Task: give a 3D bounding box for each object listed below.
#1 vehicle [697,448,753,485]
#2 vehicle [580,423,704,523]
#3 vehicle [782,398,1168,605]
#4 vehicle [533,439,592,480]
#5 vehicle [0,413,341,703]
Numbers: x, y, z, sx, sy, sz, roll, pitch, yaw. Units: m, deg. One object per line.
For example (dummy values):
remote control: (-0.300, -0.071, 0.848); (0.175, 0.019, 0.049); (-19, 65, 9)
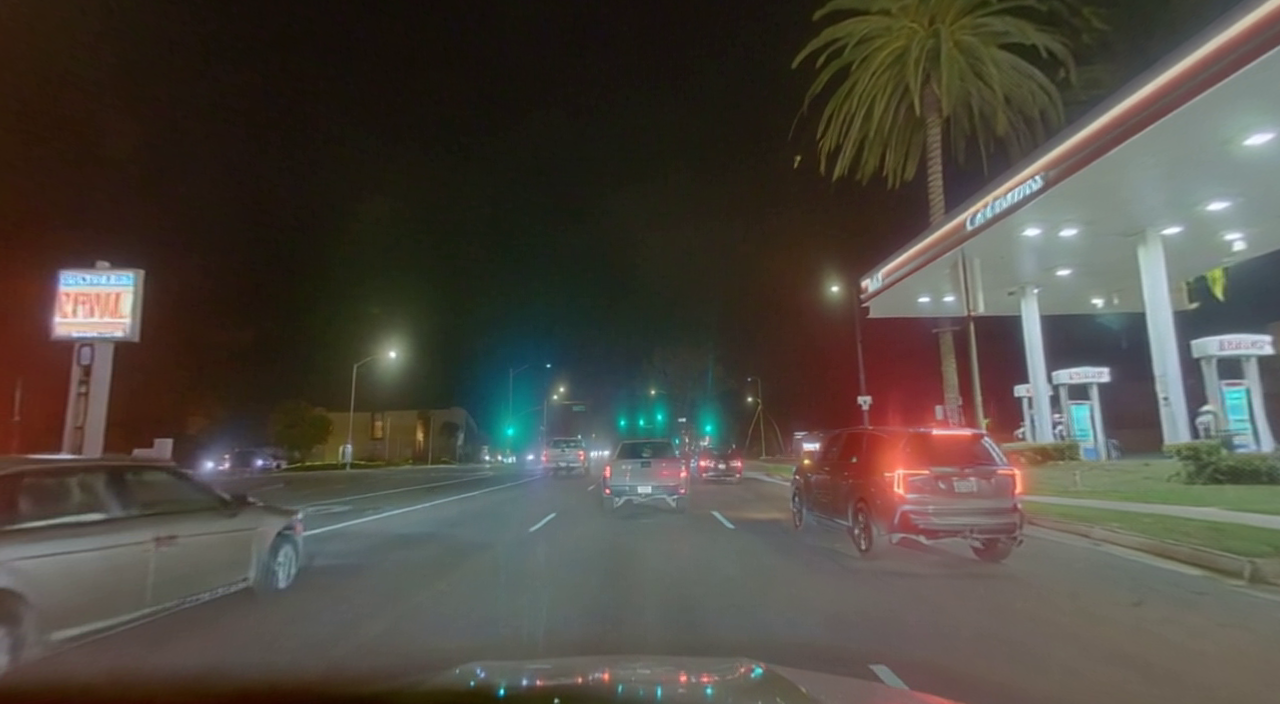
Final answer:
vehicle: (3.574, 4.883, 27.086); (1.901, 1.401, 3.965); (0, -8, 1)
vehicle: (0.089, 2.656, 14.451); (2.295, 1.835, 5.471); (0, -8, 1)
vehicle: (3.602, 1.736, 8.404); (2.120, 1.828, 5.531); (0, -8, 0)
vehicle: (-3.609, 5.096, 30.108); (2.071, 1.811, 4.605); (0, -8, 2)
vehicle: (-4.121, 1.212, 4.099); (1.983, 1.502, 4.720); (0, -8, 0)
